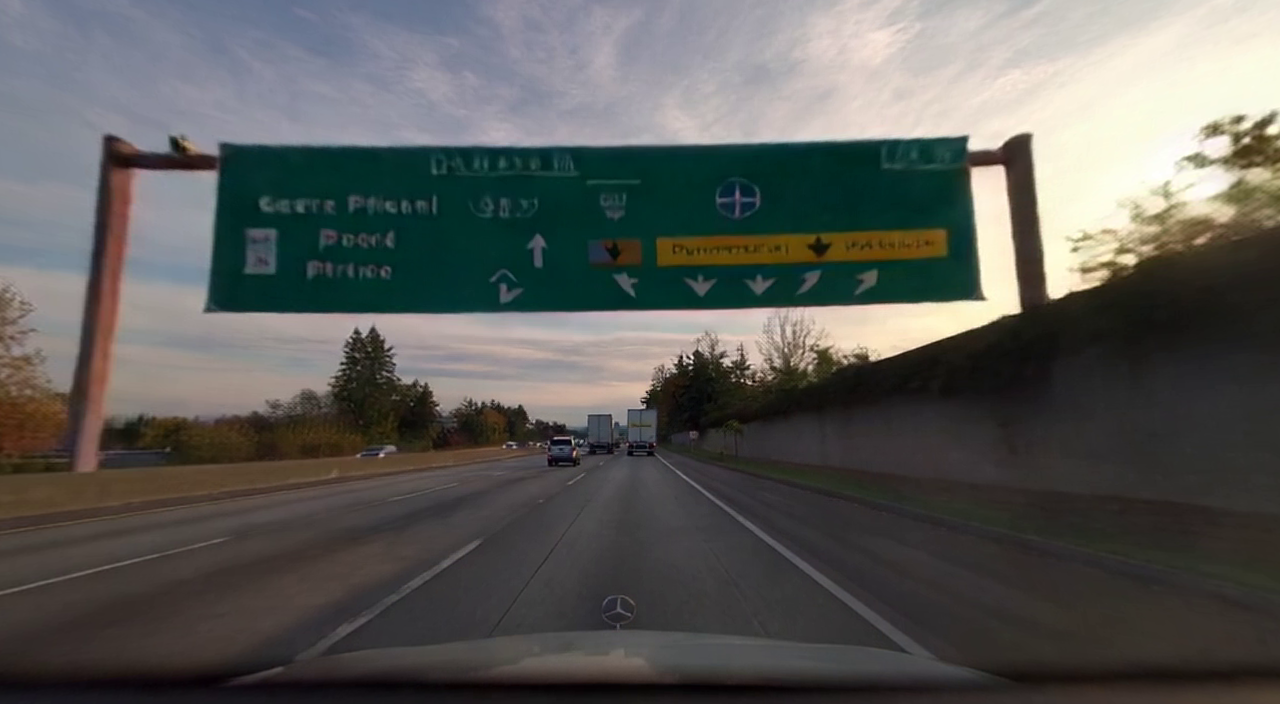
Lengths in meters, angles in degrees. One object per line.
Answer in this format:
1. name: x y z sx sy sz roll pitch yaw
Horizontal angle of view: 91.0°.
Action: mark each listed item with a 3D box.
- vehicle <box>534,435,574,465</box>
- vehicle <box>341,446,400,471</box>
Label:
1. vehicle: -5.582 6.425 41.454 2.127 1.839 4.984 0 -8 -2
2. vehicle: -19.011 7.529 44.651 1.976 1.575 5.075 0 -8 0
